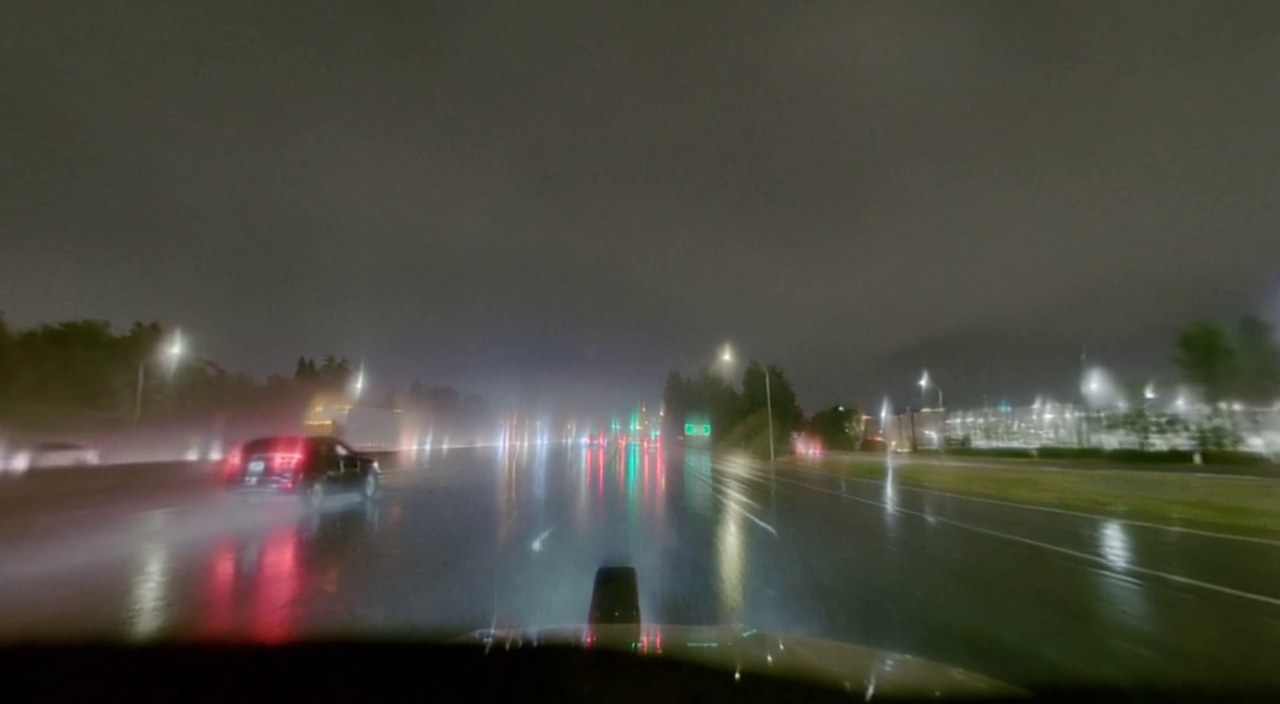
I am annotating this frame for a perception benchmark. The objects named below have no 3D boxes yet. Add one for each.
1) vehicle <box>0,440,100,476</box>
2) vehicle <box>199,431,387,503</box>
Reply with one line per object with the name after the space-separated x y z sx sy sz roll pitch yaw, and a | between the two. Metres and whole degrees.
-29.155 5.148 30.840 1.848 1.620 4.235 0 -9 -1 | vehicle
-8.240 2.769 15.623 2.060 1.507 4.494 0 -9 0 | vehicle
